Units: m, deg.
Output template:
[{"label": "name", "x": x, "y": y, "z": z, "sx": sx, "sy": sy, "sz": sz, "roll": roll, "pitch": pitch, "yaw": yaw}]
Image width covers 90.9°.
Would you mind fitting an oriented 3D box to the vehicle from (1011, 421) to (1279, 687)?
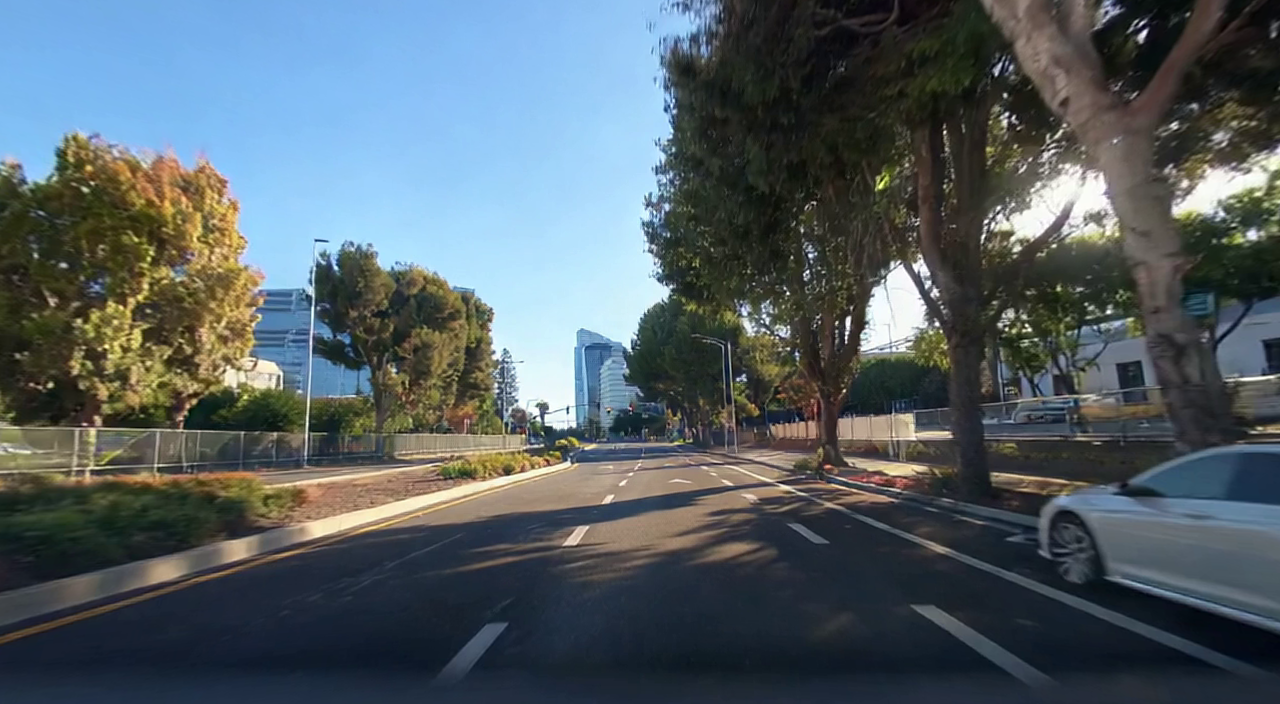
[{"label": "vehicle", "x": 4.548, "y": 1.136, "z": 3.653, "sx": 2.018, "sy": 1.456, "sz": 4.451, "roll": 0, "pitch": -8, "yaw": -1}]
